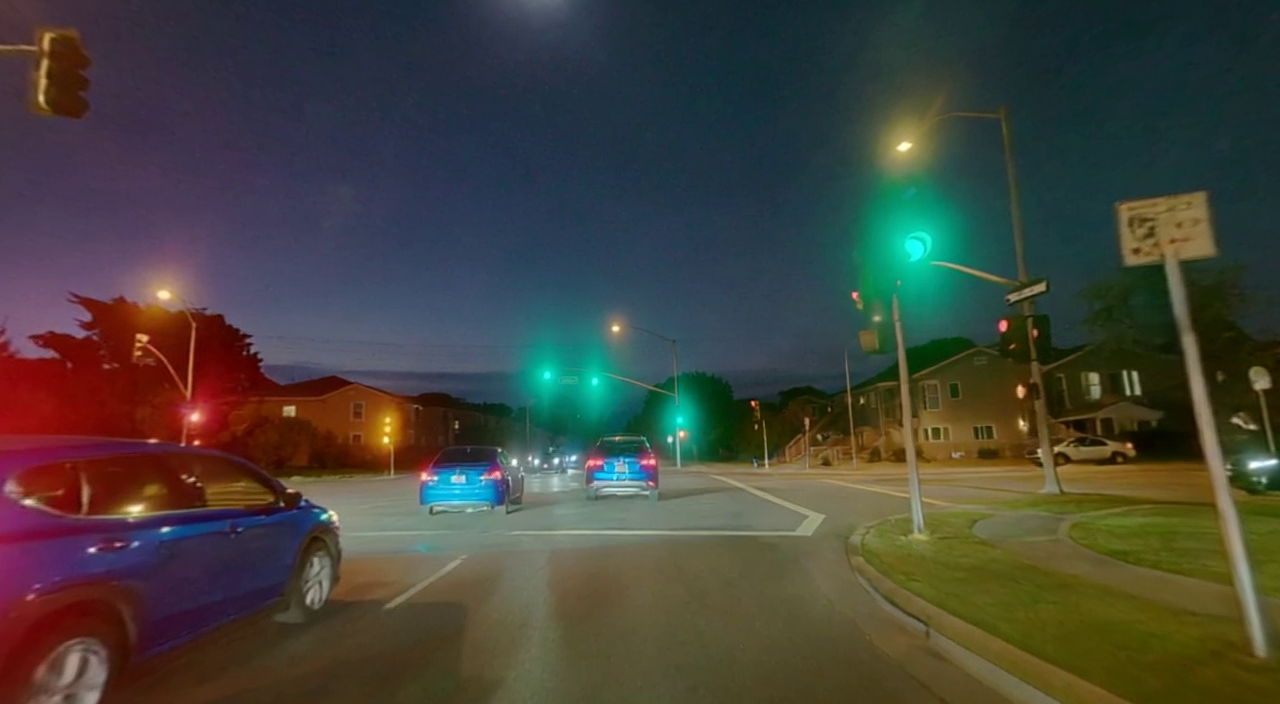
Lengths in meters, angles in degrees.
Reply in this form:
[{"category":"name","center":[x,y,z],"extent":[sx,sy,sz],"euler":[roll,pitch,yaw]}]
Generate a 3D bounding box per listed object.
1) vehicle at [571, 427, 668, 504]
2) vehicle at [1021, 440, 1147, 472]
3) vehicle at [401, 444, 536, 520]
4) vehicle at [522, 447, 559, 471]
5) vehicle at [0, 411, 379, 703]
[{"category":"vehicle","center":[-0.548,3.156,17.994],"extent":[2.396,1.881,4.606],"euler":[0,-8,-1]},{"category":"vehicle","center":[20.699,4.878,29.648],"extent":[4.353,1.431,1.876],"euler":[-2,-9,13]},{"category":"vehicle","center":[-3.696,2.860,14.517],"extent":[1.934,1.459,4.368],"euler":[0,-8,-1]},{"category":"vehicle","center":[-7.470,8.054,47.796],"extent":[2.069,1.651,4.431],"euler":[0,-8,0]},{"category":"vehicle","center":[-3.484,1.152,3.581],"extent":[1.977,1.488,4.741],"euler":[0,-8,0]}]
